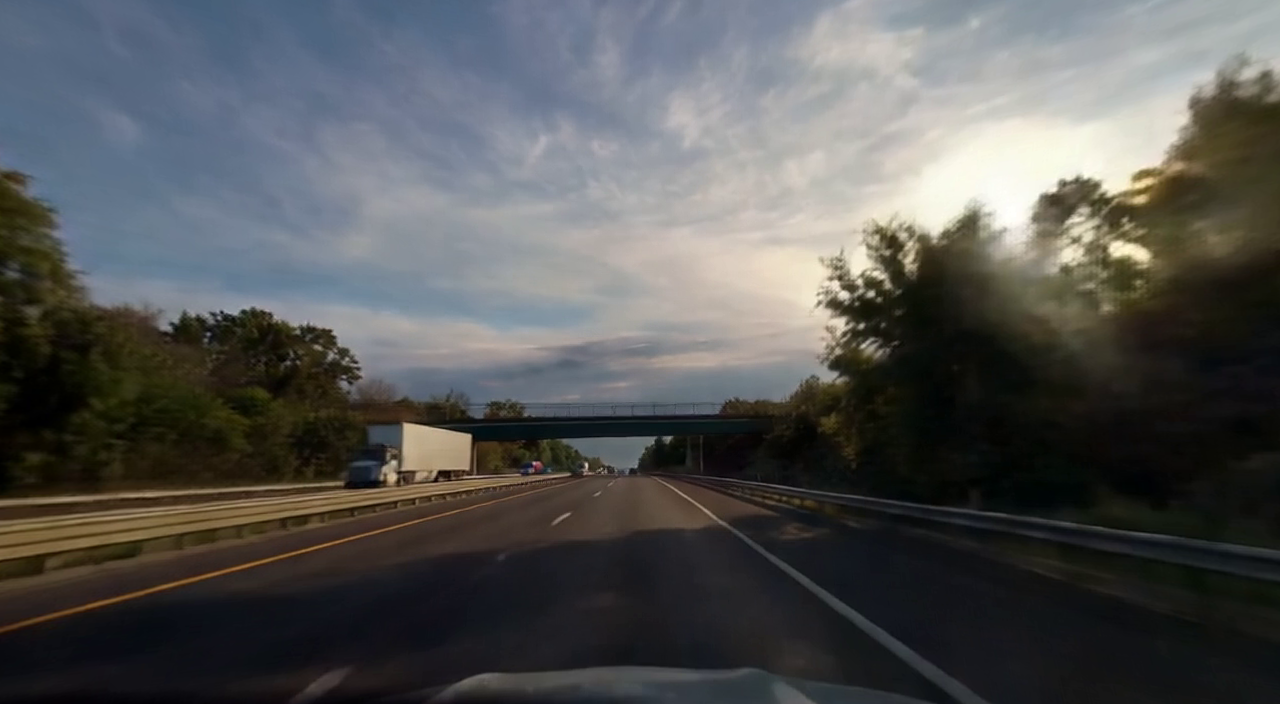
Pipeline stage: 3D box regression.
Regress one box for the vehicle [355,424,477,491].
[{"bbox_3d":[-16.170,8.096,47.787,3.208,4.122,16.588,1,-10,0],"label":"vehicle"}]
